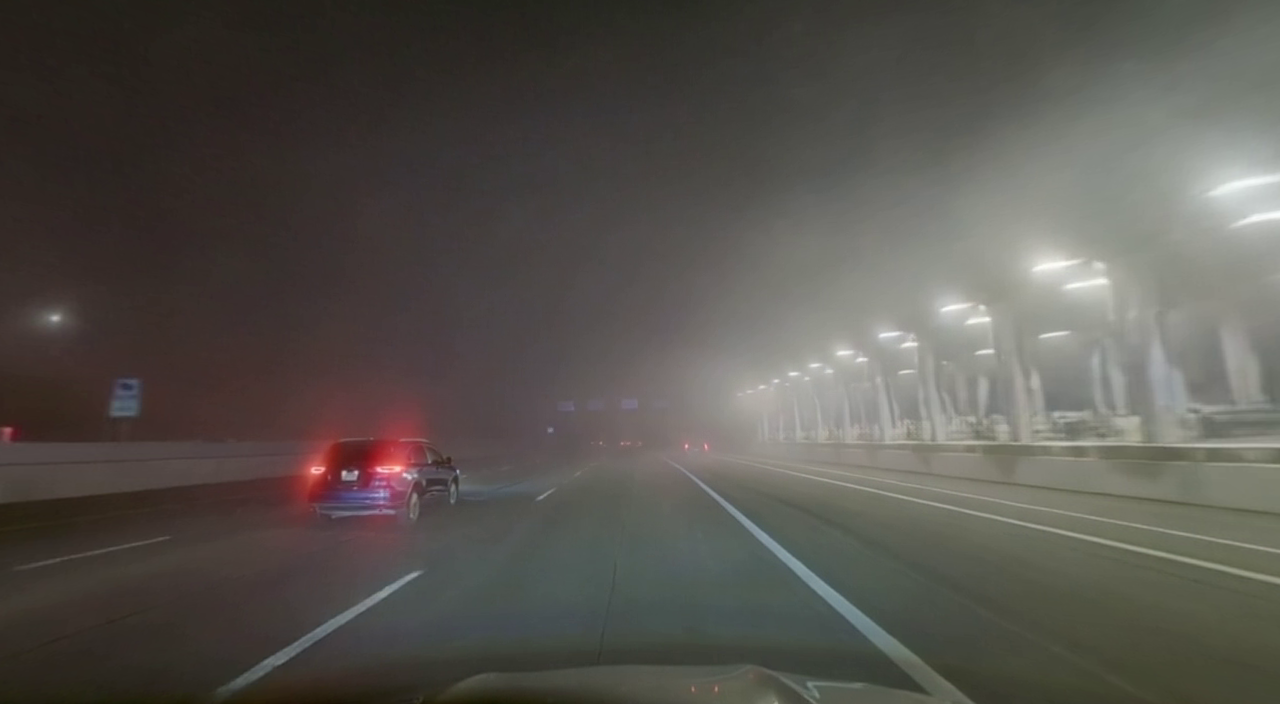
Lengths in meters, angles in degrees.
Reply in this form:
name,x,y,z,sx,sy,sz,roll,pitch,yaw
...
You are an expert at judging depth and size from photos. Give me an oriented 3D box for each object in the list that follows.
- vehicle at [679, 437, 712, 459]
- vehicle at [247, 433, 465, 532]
name,x,y,z,sx,sy,sz,roll,pitch,yaw
vehicle,4.244,7.488,49.236,2.072,1.639,4.919,0,-8,-1
vehicle,-4.860,2.270,11.676,1.981,1.465,4.334,0,-8,0
